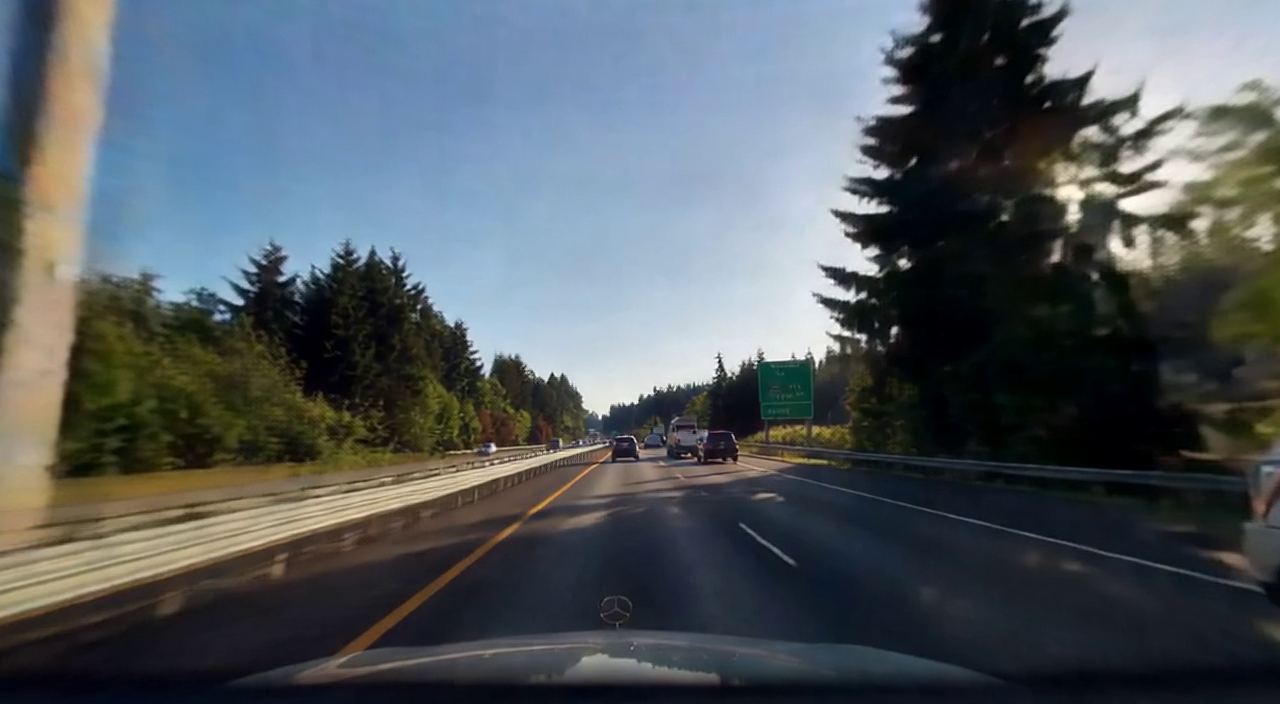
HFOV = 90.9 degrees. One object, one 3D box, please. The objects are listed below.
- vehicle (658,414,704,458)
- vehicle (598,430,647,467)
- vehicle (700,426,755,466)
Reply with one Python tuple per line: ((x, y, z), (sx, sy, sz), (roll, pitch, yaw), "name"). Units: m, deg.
((2.944, 6.319, 47.479), (2.728, 3.053, 7.708), (0, -8, -1), "vehicle")
((-0.837, 4.673, 30.819), (2.206, 1.681, 4.111), (0, -8, -1), "vehicle")
((4.375, 4.758, 32.169), (2.073, 1.905, 4.023), (0, -8, -2), "vehicle")
